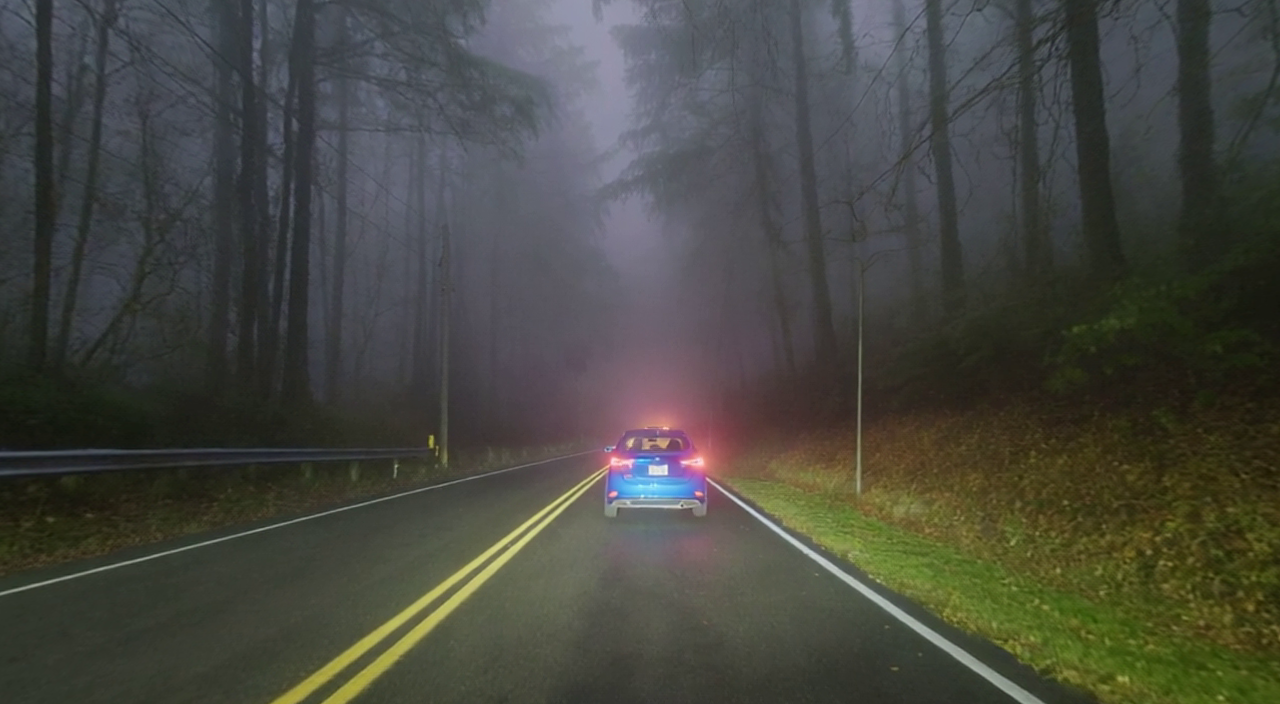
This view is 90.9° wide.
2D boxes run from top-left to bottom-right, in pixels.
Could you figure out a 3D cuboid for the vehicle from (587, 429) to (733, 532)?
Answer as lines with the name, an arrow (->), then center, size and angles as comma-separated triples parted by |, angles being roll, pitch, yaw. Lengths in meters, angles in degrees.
vehicle -> 0.317, 2.215, 11.397 | 2.187, 1.533, 3.726 | 0, -8, 0
